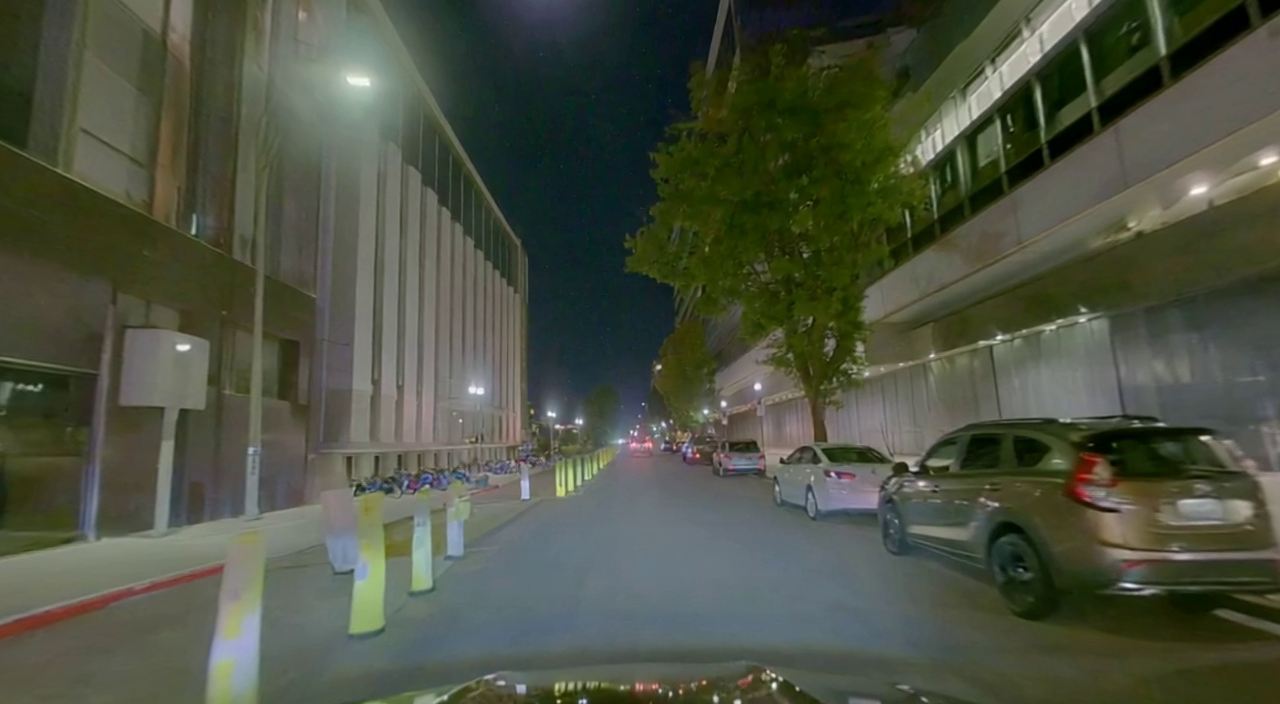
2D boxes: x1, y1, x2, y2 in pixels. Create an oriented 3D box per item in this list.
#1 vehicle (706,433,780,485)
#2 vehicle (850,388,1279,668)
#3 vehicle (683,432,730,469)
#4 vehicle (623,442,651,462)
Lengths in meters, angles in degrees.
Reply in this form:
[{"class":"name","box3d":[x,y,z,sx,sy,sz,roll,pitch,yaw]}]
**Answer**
[{"class":"vehicle","box3d":[3.850,4.074,24.319,1.999,1.769,4.191,-1,-8,-1]},{"class":"vehicle","box3d":[3.793,1.390,6.149,1.918,1.674,4.464,-1,-8,0]},{"class":"vehicle","box3d":[3.592,5.435,34.991,2.127,1.864,4.892,0,-9,1]},{"class":"vehicle","box3d":[-0.201,7.796,49.525,2.070,1.493,4.269,0,-8,0]}]
